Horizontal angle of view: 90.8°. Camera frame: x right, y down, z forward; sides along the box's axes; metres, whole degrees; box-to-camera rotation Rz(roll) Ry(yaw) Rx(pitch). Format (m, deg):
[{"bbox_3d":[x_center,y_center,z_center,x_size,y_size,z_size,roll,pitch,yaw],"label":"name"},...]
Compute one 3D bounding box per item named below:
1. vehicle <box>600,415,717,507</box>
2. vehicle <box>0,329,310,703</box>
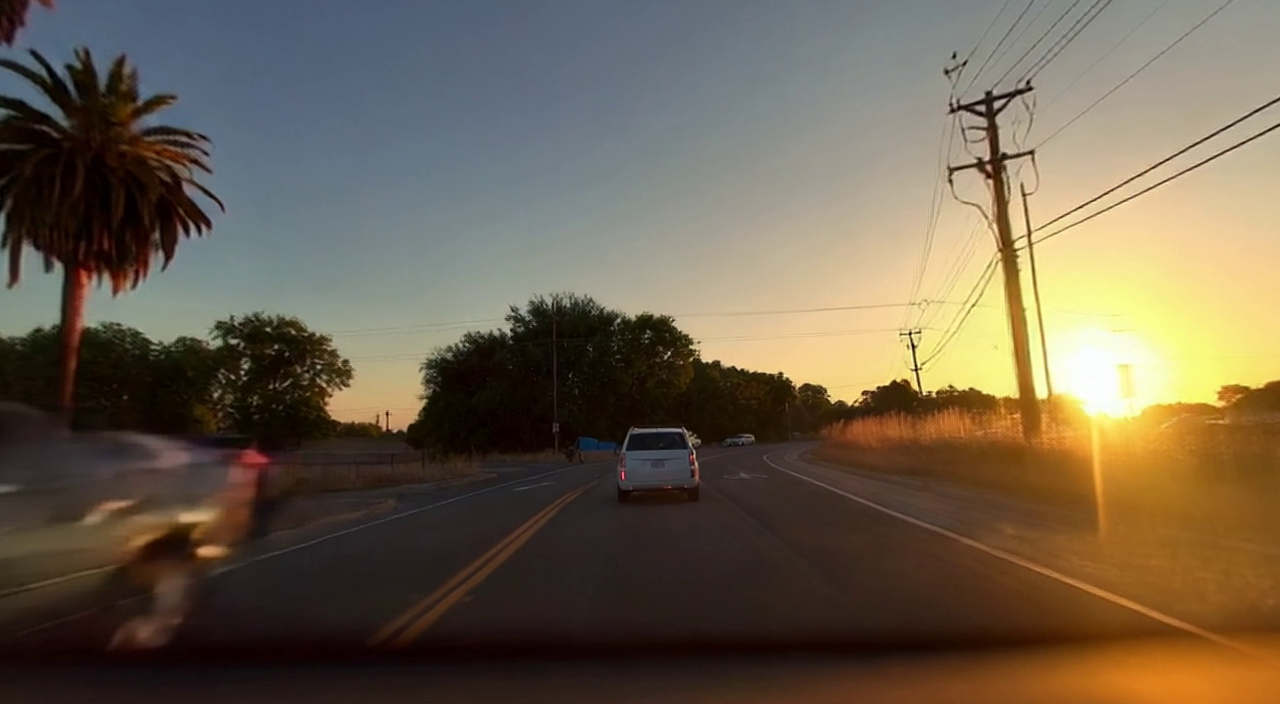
[{"bbox_3d":[0.402,2.564,15.232,2.364,1.859,4.538,0,-8,1],"label":"vehicle"},{"bbox_3d":[-3.740,0.774,2.009,2.237,1.878,5.739,0,-8,0],"label":"vehicle"}]
